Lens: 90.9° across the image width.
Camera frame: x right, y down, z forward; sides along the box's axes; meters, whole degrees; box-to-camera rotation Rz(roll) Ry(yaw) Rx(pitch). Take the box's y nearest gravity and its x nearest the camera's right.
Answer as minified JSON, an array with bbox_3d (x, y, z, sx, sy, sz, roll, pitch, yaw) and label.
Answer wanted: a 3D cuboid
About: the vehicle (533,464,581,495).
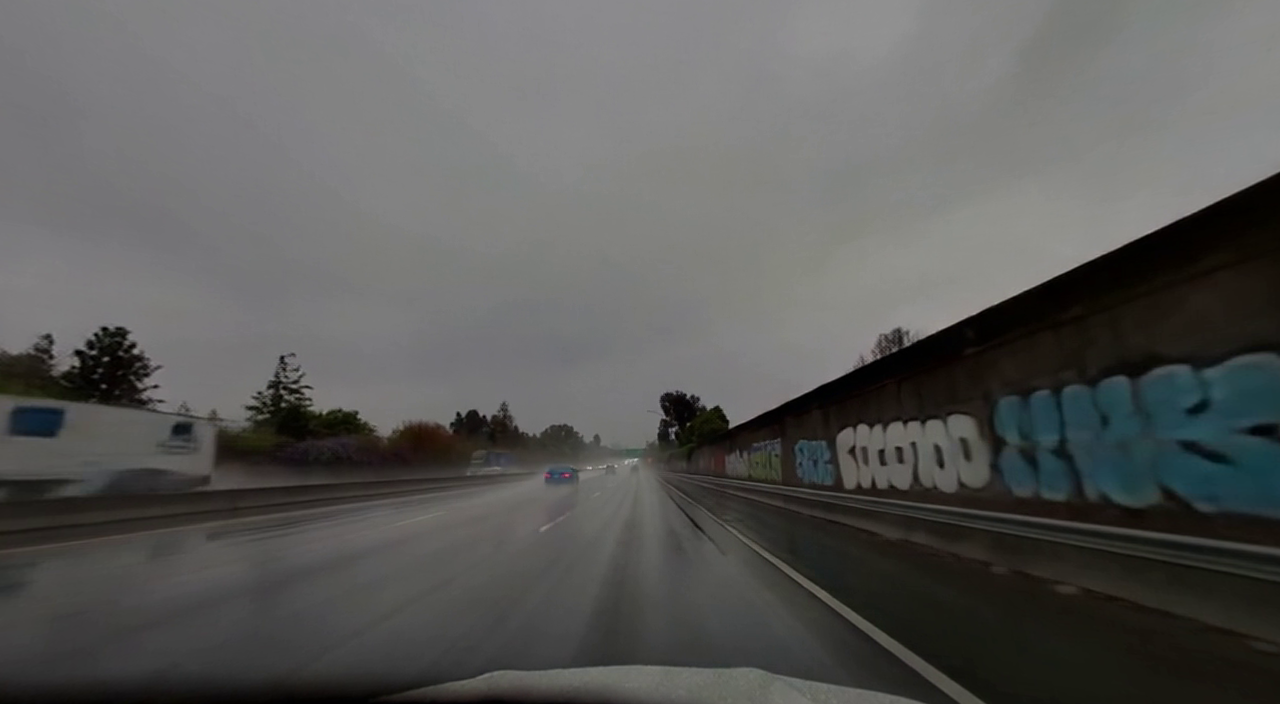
[{"bbox_3d":[-4.134,6.435,31.896,1.941,1.437,3.829,1,-10,0],"label":"vehicle"}]

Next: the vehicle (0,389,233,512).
[{"bbox_3d":[-22.861,4.097,25.490,2.914,4.029,14.713,1,-11,0],"label":"vehicle"}]

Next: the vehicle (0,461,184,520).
[{"bbox_3d":[-15.828,3.921,18.237,1.842,1.456,4.483,1,-10,0],"label":"vehicle"}]
